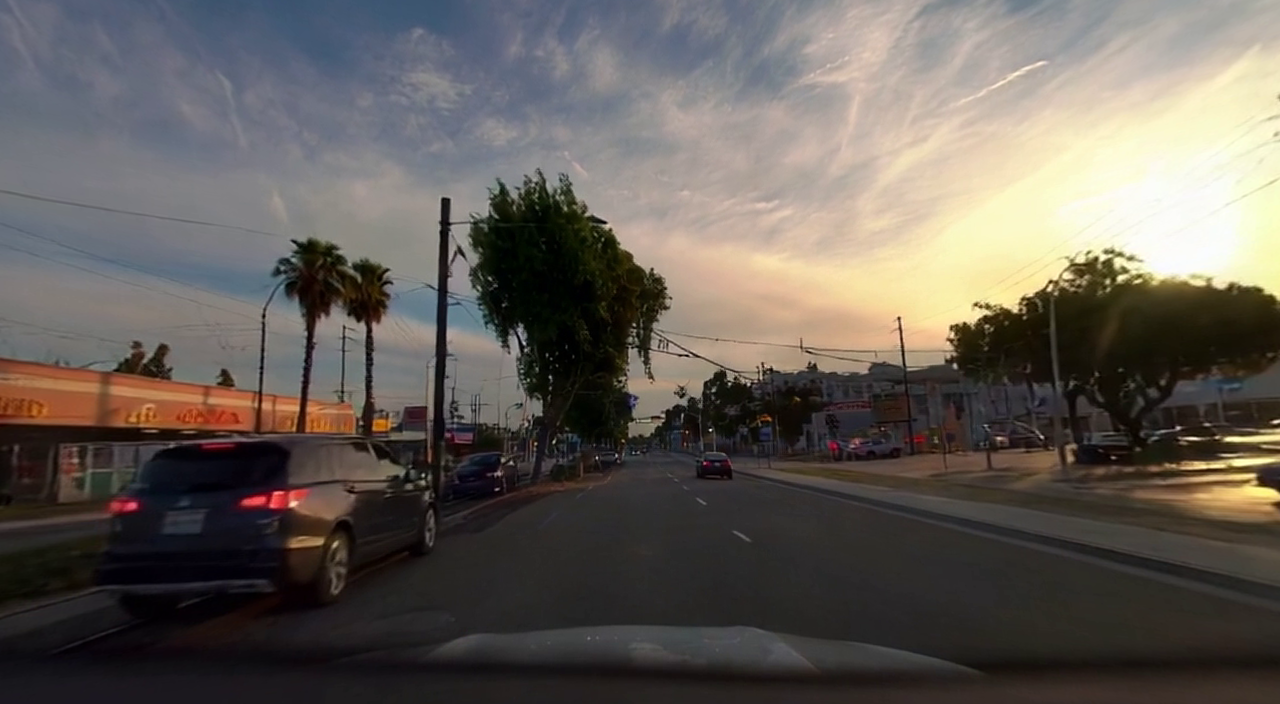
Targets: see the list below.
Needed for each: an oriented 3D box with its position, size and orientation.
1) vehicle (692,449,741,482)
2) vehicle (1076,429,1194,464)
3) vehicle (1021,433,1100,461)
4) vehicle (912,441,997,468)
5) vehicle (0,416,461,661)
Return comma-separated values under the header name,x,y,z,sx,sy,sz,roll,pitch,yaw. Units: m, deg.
name,x,y,z,sx,sy,sz,roll,pitch,yaw
vehicle,3.732,5.575,31.350,1.889,1.448,4.262,0,-9,0
vehicle,29.667,5.693,38.128,5.325,1.840,1.882,-3,-12,30
vehicle,29.321,6.638,44.198,4.361,1.818,2.009,-5,-10,29
vehicle,18.168,5.877,36.460,4.750,1.478,1.998,5,-10,-29
vehicle,-3.276,1.509,6.207,2.021,1.550,4.090,0,-9,-3
